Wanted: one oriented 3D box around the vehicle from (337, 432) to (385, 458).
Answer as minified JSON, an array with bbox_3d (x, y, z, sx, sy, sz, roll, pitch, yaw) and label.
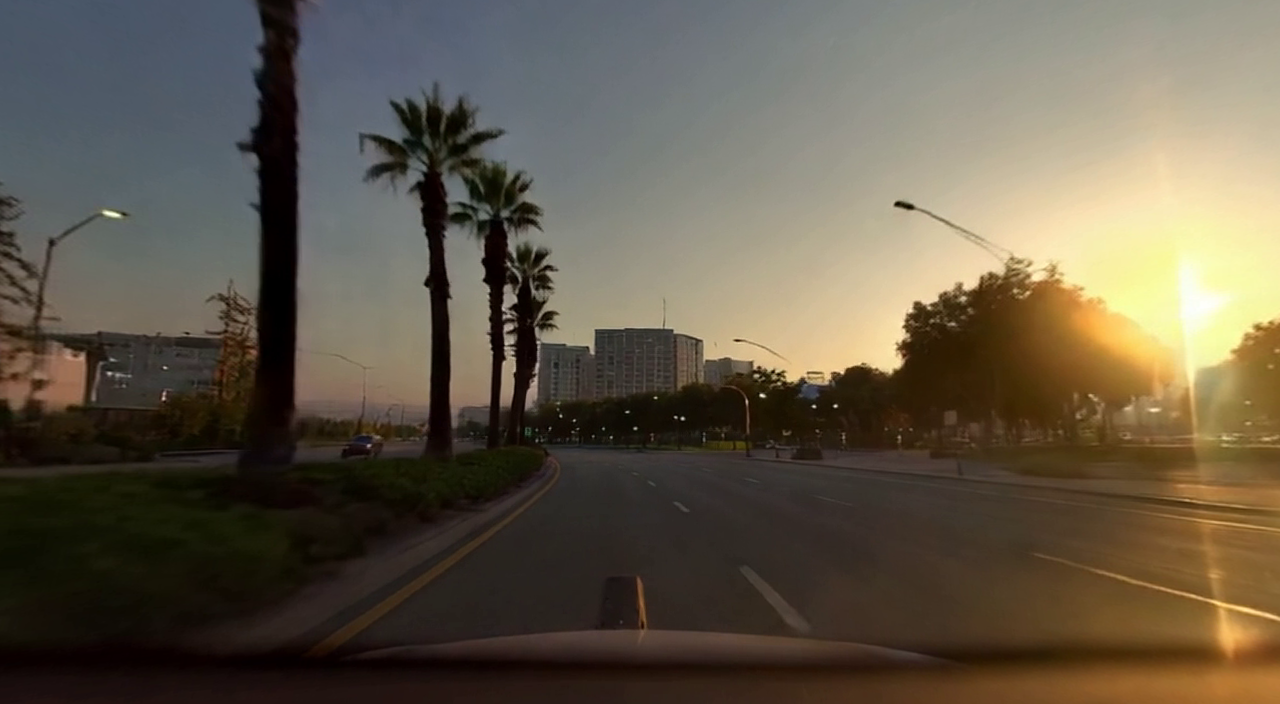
[{"bbox_3d":[-19.852,6.676,45.196,2.025,1.716,4.552,1,-9,-10],"label":"vehicle"}]
